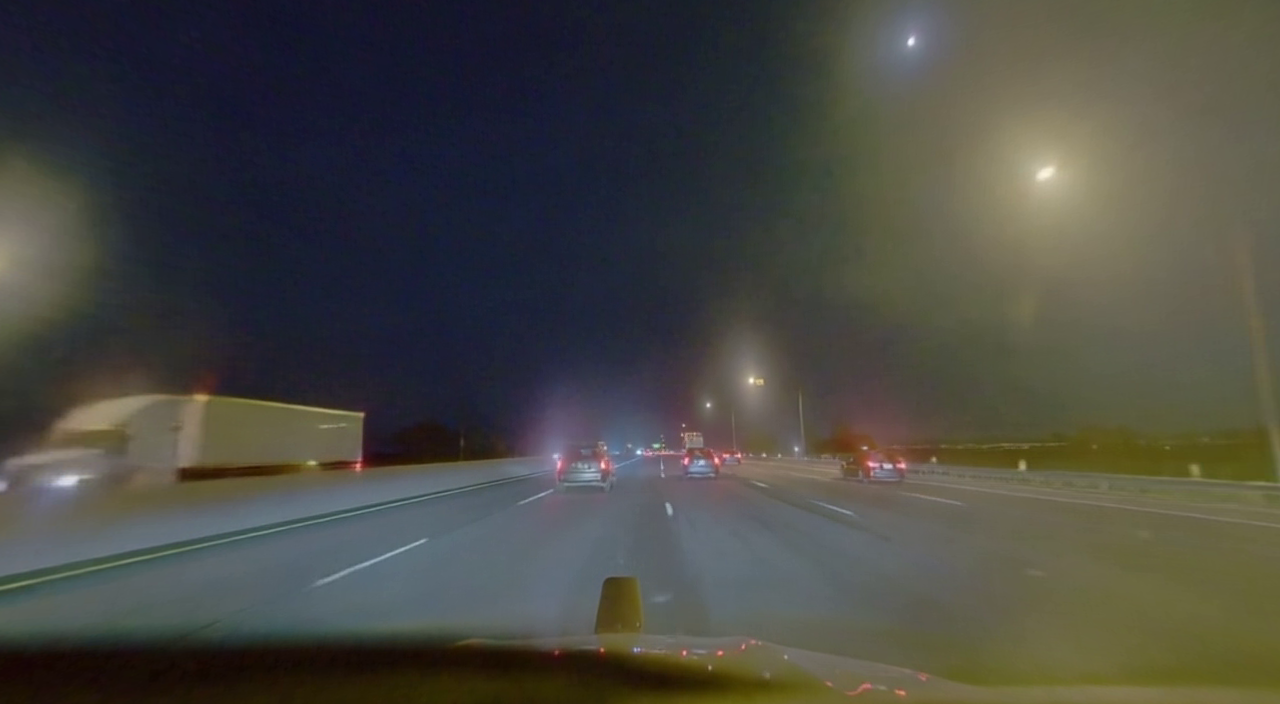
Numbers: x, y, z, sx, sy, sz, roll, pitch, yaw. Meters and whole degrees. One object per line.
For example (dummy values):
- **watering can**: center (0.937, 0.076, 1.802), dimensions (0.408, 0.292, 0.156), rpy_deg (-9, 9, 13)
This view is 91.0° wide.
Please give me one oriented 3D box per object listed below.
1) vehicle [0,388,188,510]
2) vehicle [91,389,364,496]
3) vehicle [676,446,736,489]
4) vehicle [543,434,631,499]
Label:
- **vehicle**: center (-21.274, 3.639, 23.784), dimensions (3.063, 3.921, 6.608), rpy_deg (0, -9, 3)
- **vehicle**: center (-20.900, 5.038, 34.646), dimensions (3.305, 4.461, 16.367), rpy_deg (0, -9, 3)
- **vehicle**: center (2.460, 4.406, 24.352), dimensions (2.004, 1.471, 4.032), rpy_deg (0, -9, 1)
- **vehicle**: center (-1.467, 3.436, 19.220), dimensions (2.142, 1.724, 4.344), rpy_deg (0, -9, 2)
